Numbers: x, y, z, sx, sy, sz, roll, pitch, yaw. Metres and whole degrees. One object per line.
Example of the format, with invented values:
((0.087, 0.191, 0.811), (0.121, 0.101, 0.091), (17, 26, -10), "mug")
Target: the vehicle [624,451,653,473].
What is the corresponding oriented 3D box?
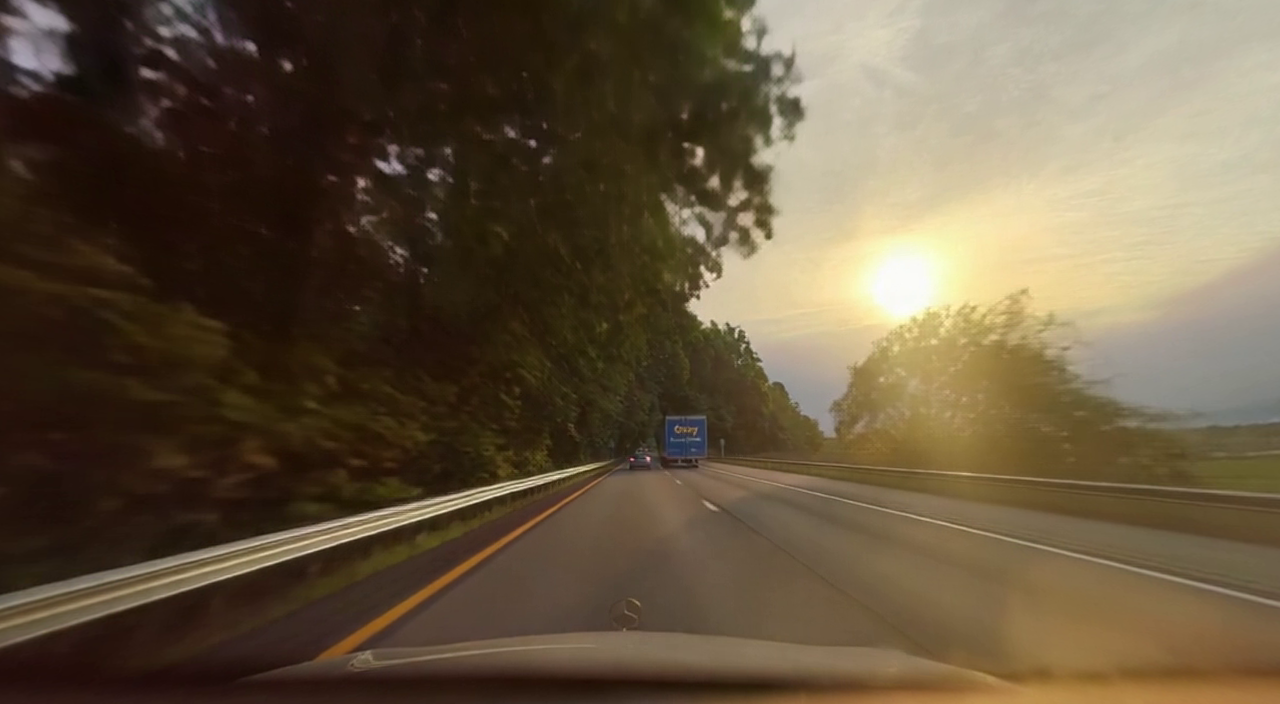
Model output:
((-0.078, 8.033, 46.127), (2.057, 1.528, 3.958), (-1, -9, 0), "vehicle")
